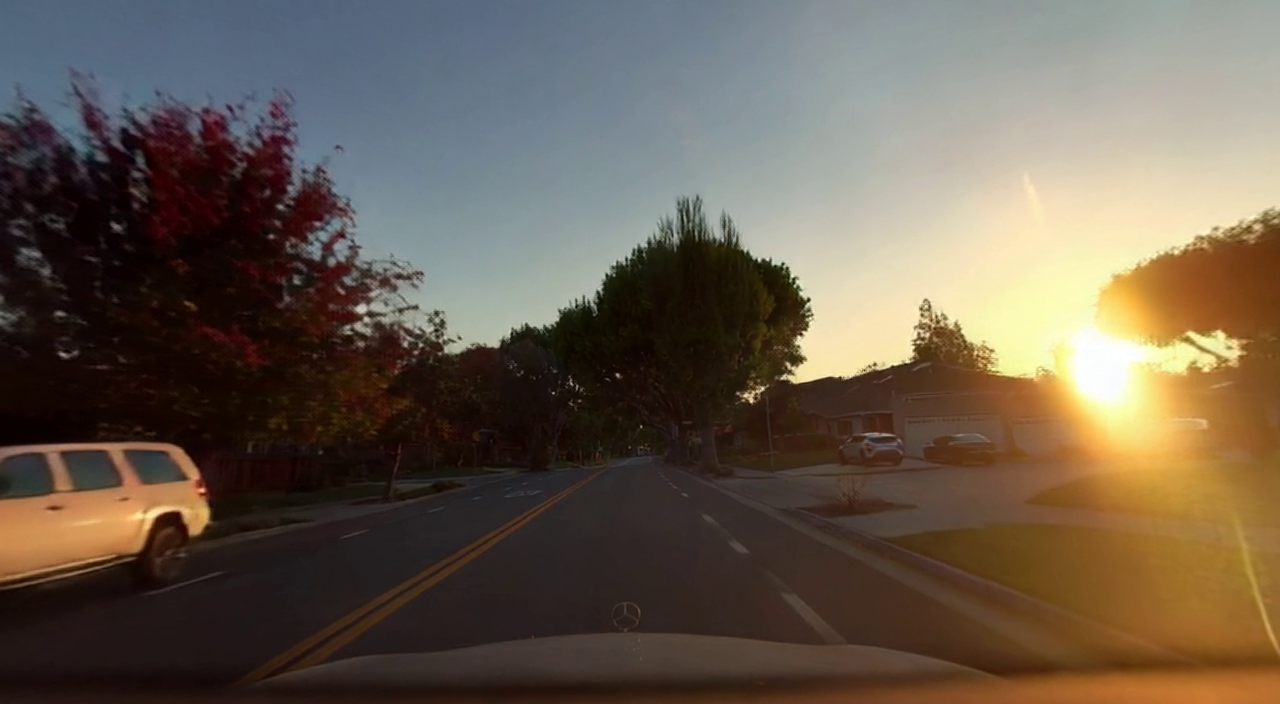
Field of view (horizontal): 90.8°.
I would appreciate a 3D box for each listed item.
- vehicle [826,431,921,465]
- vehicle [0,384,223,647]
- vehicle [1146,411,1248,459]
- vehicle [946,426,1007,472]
[{"bbox_3d":[9.431,3.961,26.020,1.922,1.263,4.664,0,-9,-3],"label":"vehicle"},{"bbox_3d":[-6.779,1.697,6.529,2.057,2.317,4.386,-6,-9,-1],"label":"vehicle"},{"bbox_3d":[21.836,3.295,24.961,1.956,1.632,3.922,-9,-11,27],"label":"vehicle"},{"bbox_3d":[13.860,3.986,25.924,1.860,1.697,4.292,-5,-10,30],"label":"vehicle"}]
